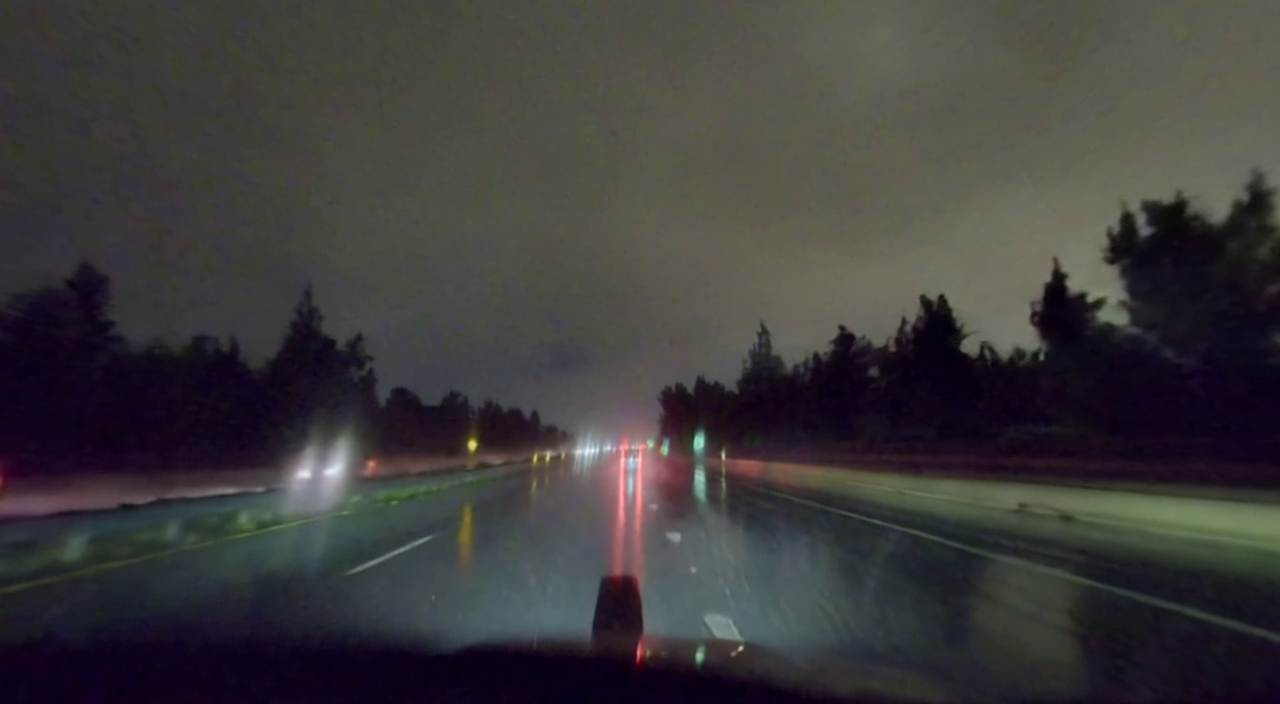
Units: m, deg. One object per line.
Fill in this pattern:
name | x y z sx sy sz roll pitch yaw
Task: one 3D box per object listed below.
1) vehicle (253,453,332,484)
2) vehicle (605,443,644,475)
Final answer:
vehicle | -18.318 6.141 33.344 1.856 1.463 4.226 0 -9 -1
vehicle | -0.837 6.157 36.334 2.120 1.715 4.153 0 -9 0
